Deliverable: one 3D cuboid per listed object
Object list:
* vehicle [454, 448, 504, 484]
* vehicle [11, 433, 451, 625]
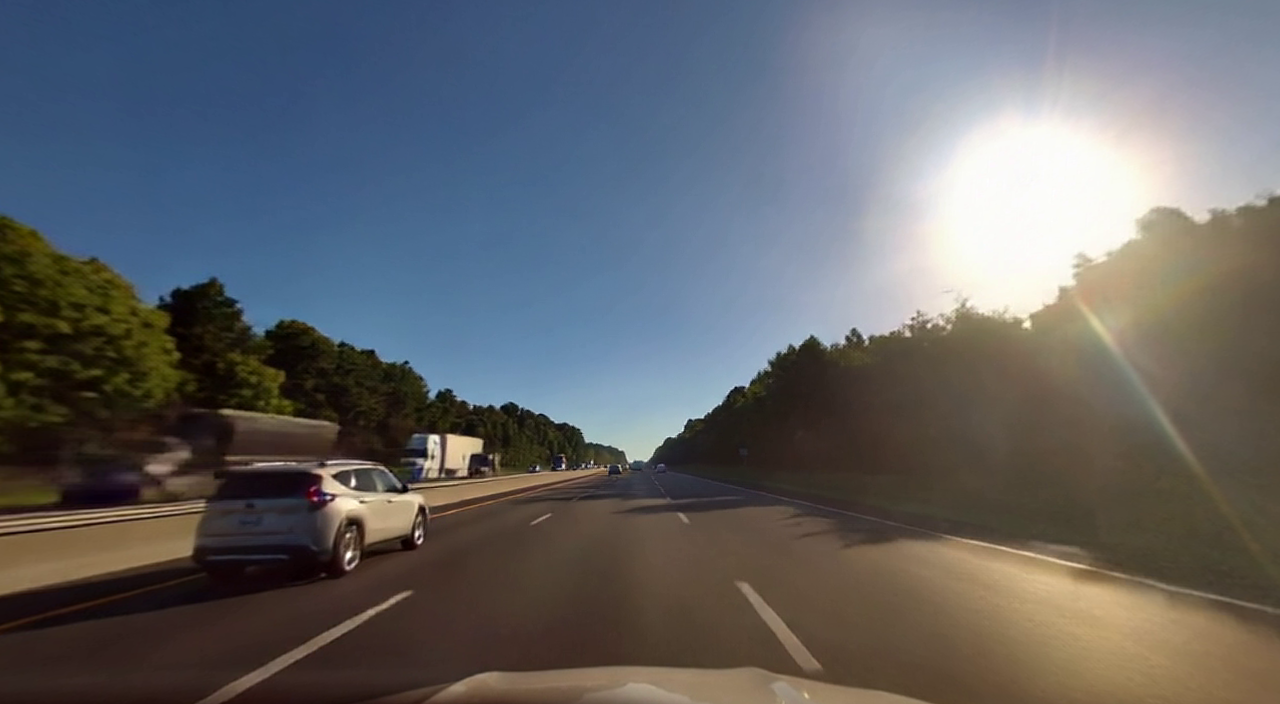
[{"bbox_3d":[-12.557,8.988,49.579,2.237,2.599,5.741,0,-10,1],"label":"vehicle"},{"bbox_3d":[-3.945,1.818,7.312,2.043,1.486,4.442,0,-10,1],"label":"vehicle"}]
